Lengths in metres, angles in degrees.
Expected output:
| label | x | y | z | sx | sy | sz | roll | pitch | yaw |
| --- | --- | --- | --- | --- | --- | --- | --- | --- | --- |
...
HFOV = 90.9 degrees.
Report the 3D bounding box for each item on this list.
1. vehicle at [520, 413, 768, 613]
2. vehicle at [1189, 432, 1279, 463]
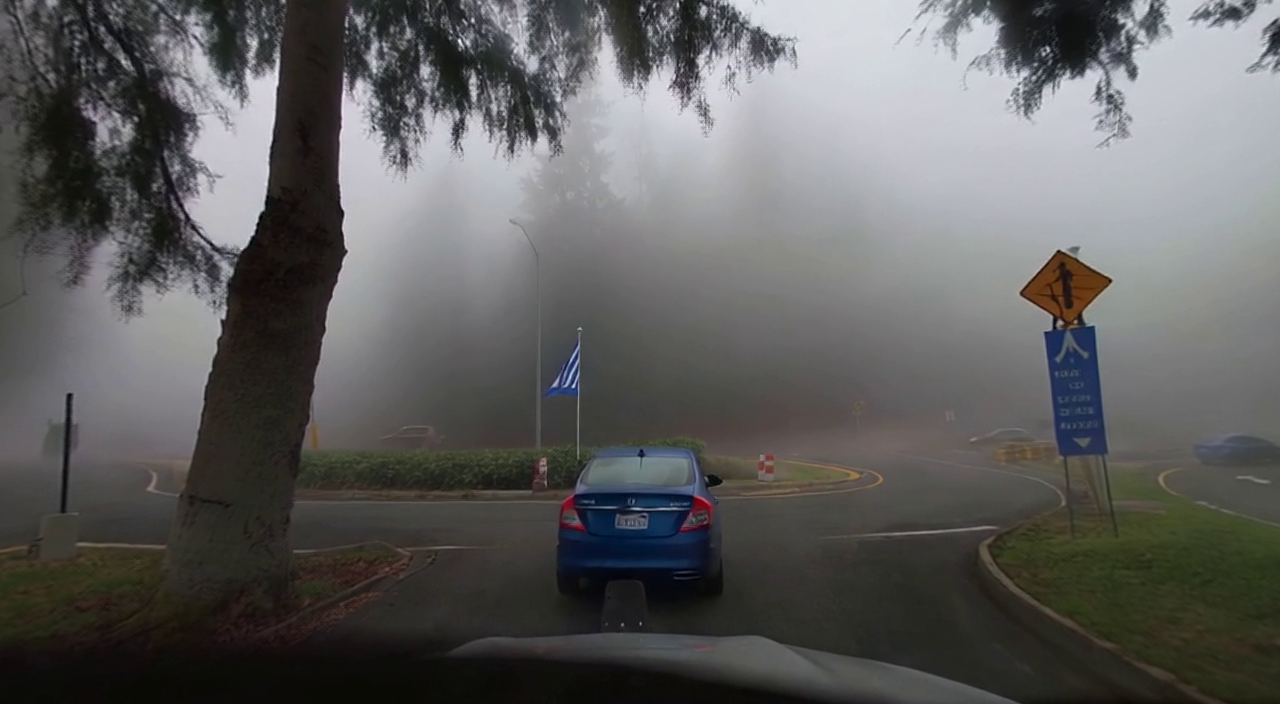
| label | x | y | z | sx | sy | sz | roll | pitch | yaw |
| --- | --- | --- | --- | --- | --- | --- | --- | --- | --- |
| vehicle | 0.292 | 1.645 | 7.312 | 2.078 | 1.607 | 4.010 | -2 | -9 | 8 |
| vehicle | 35.150 | 5.554 | 36.748 | 4.485 | 1.691 | 2.132 | 1 | -9 | -7 |
